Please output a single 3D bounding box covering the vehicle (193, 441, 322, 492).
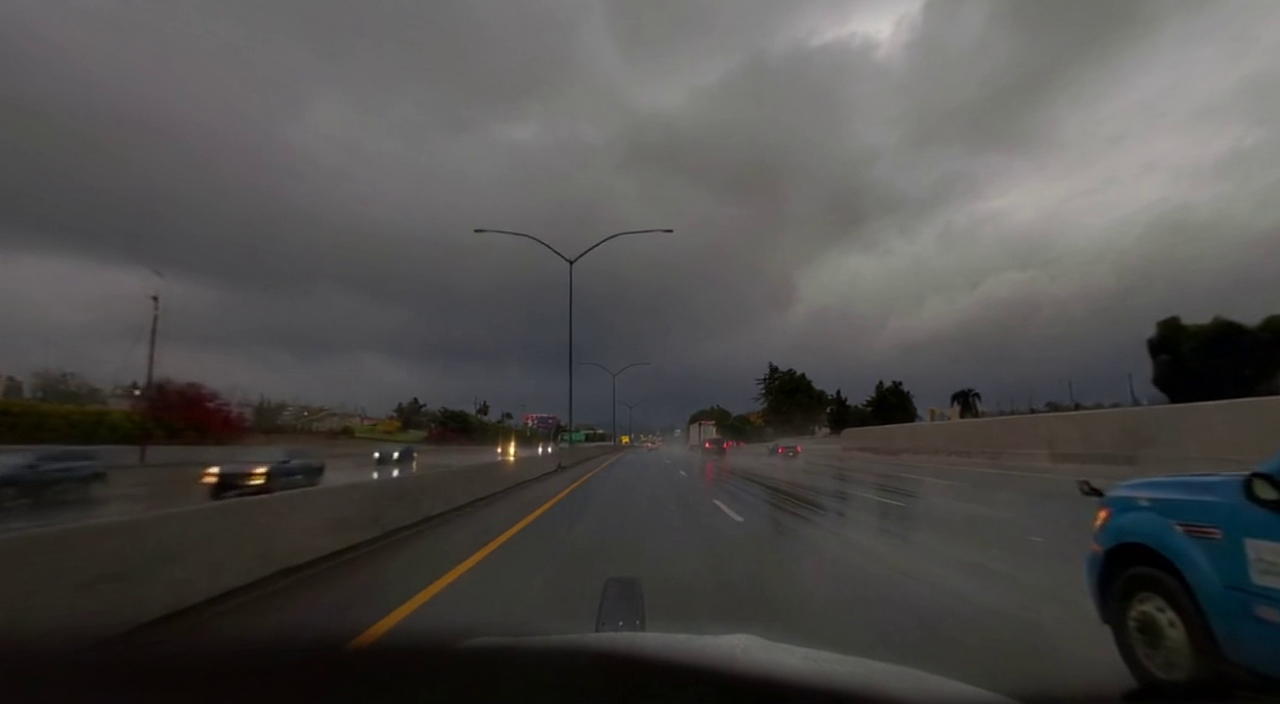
[{"bbox_3d":[-14.598,4.361,24.536,2.011,1.732,4.825,0,-8,0],"label":"vehicle"}]

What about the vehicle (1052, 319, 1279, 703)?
[{"bbox_3d":[3.308,0.581,1.222,1.973,1.710,4.476,0,-8,0],"label":"vehicle"}]
